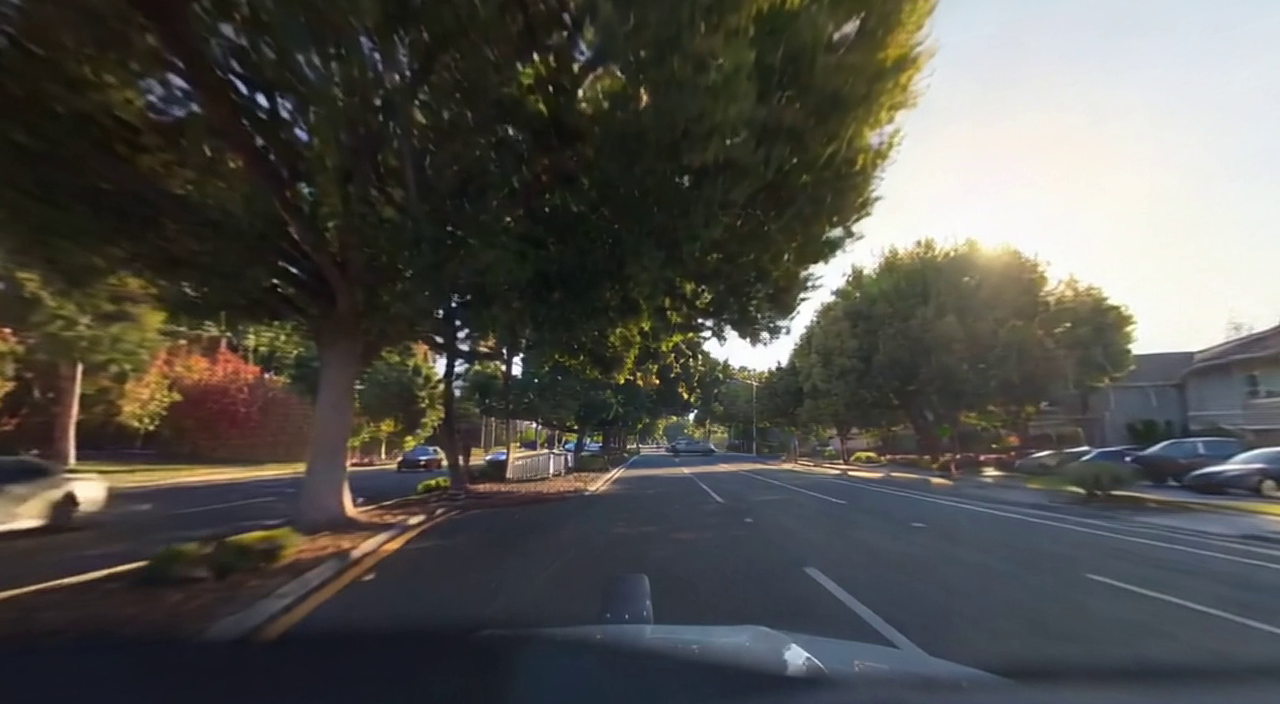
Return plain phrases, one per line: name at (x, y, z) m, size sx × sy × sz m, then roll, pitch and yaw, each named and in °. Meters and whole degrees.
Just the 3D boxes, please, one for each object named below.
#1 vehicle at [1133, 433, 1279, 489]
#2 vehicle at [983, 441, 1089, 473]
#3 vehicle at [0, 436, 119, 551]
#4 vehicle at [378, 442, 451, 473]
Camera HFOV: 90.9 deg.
vehicle at (22.013, 4.035, 23.412) m, size 5.332 × 1.879 × 2.187 m, roll 1°, pitch -8°, yaw 7°
vehicle at (23.885, 6.326, 38.099) m, size 4.917 × 1.814 × 2.322 m, roll 1°, pitch -9°, yaw -7°
vehicle at (-9.226, 1.781, 7.761) m, size 1.872 × 1.476 × 4.423 m, roll 0°, pitch -8°, yaw -1°
vehicle at (-11.304, 5.302, 31.936) m, size 1.917 × 1.473 × 4.757 m, roll 0°, pitch -8°, yaw 0°
